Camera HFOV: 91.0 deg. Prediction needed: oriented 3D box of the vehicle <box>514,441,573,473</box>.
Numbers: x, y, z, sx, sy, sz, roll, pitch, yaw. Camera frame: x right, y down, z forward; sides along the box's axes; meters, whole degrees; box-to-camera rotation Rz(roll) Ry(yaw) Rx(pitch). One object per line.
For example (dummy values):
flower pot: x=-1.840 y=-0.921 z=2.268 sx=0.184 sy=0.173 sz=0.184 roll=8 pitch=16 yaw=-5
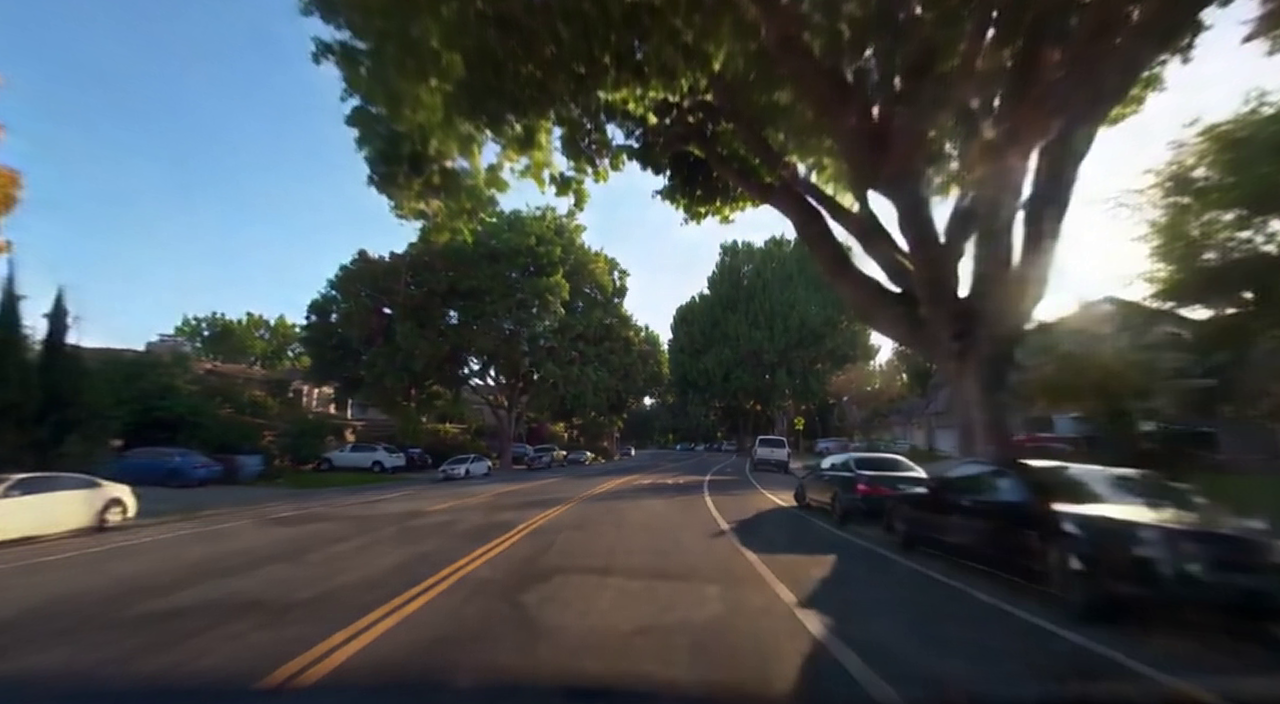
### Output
vehicle: x=-6.837 y=7.516 z=45.276 sx=2.450 sy=1.998 sz=5.367 roll=-5 pitch=-9 yaw=10

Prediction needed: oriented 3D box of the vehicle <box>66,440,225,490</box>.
vehicle: x=-19.025 y=4.305 z=24.329 sx=4.610 sy=1.714 sz=2.160 roll=0 pitch=-9 yaw=10

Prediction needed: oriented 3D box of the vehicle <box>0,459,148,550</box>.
vehicle: x=-11.670 y=2.838 z=11.444 sx=2.091 sy=1.461 sz=4.058 roll=-5 pitch=-13 yaw=1

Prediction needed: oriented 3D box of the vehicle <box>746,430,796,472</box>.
vehicle: x=7.732 y=5.852 z=37.390 sx=2.574 sy=2.156 sz=6.672 roll=-3 pitch=-9 yaw=11

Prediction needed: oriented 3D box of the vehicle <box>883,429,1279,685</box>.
vehicle: x=4.226 y=1.586 z=6.023 sx=1.996 sy=1.466 sz=4.458 roll=3 pitch=-8 yaw=-1

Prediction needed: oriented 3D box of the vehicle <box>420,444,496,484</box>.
vehicle: x=-9.270 y=5.733 z=32.489 sx=2.105 sy=1.776 sz=4.657 roll=-4 pitch=-9 yaw=7

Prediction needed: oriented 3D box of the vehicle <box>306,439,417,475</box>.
vehicle: x=-15.462 y=5.808 z=35.112 sx=5.192 sy=1.915 sz=2.200 roll=-1 pitch=-8 yaw=9
